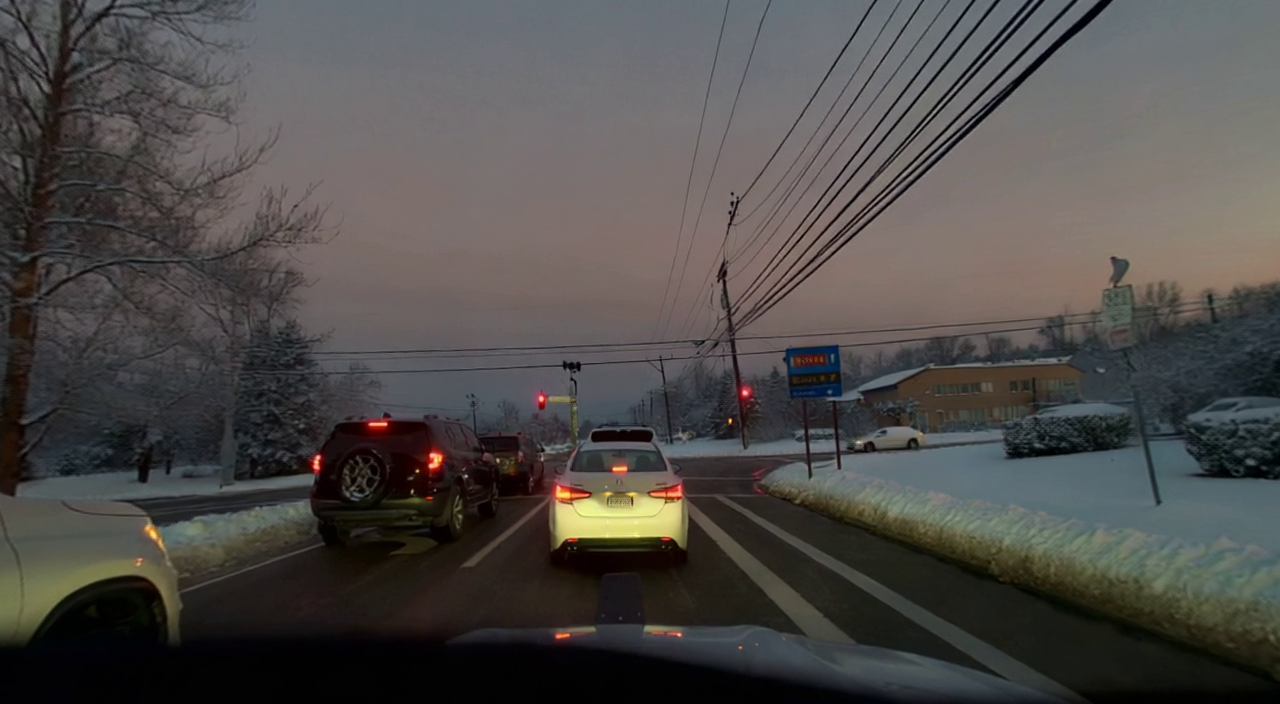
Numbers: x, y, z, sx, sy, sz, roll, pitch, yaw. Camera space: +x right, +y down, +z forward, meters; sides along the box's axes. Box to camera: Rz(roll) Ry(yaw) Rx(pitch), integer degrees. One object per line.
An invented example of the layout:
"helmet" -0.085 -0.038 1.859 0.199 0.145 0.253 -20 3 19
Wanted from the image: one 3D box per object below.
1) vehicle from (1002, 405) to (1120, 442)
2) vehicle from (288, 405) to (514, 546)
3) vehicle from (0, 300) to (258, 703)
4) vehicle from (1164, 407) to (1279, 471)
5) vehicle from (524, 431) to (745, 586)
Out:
"vehicle" 26.850 4.636 40.502 5.782 2.286 2.223 -1 -9 4
"vehicle" -3.848 2.089 11.371 2.147 1.963 4.927 0 -8 0
"vehicle" -3.593 0.633 1.522 2.085 1.943 5.053 0 -8 1
"vehicle" 17.029 2.541 18.286 1.858 1.622 4.491 -5 -10 28
"vehicle" -0.103 1.804 8.146 2.121 1.474 3.968 0 -8 -2
